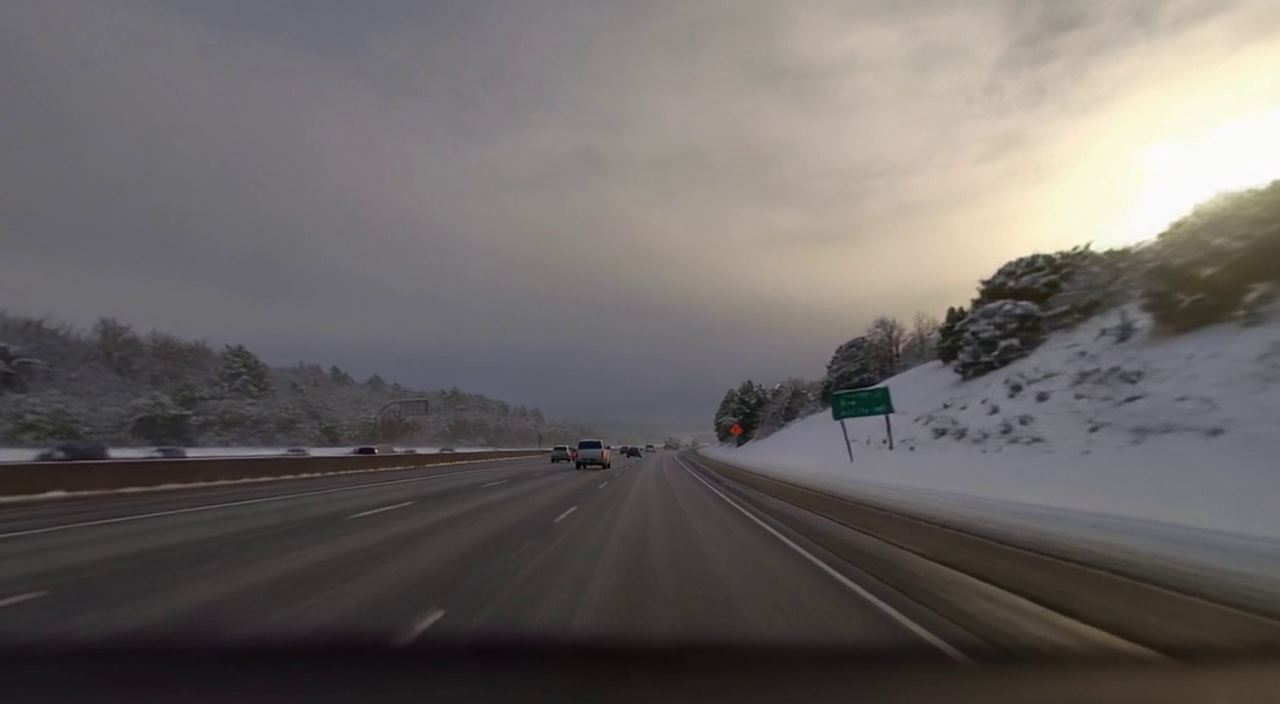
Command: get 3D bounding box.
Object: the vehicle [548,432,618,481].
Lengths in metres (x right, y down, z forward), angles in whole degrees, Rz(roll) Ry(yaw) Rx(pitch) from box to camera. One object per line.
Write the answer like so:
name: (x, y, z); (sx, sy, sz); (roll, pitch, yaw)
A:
vehicle: (-2.318, 4.477, 27.262); (2.413, 1.896, 5.218); (0, -9, 2)
